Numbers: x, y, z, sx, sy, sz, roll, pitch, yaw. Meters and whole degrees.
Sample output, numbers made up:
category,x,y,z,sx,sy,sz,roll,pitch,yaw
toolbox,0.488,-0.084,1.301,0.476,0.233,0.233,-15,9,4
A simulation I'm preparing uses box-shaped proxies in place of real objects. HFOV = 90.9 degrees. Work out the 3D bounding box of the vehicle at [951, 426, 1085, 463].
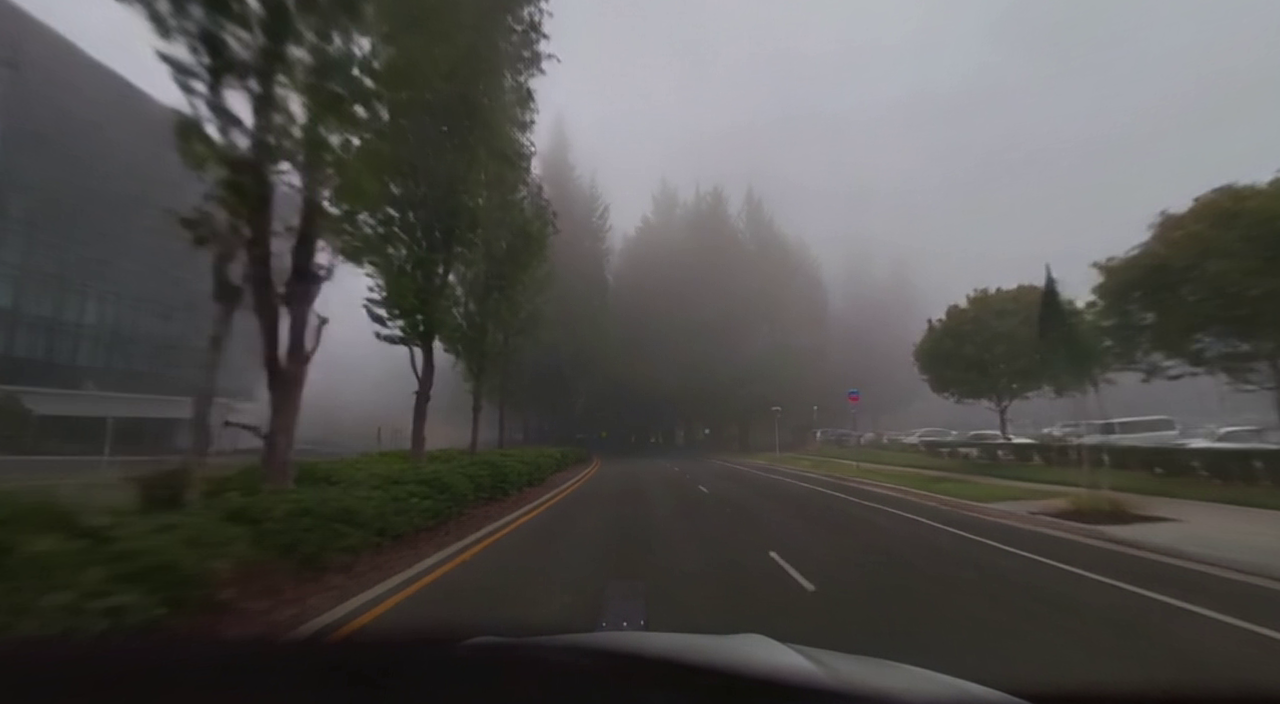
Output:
category,x,y,z,sx,sy,sz,roll,pitch,yaw
vehicle,15.472,3.780,25.995,4.120,1.357,2.170,-2,-6,3

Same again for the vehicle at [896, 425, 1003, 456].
category,x,y,z,sx,sy,sz,roll,pitch,yaw
vehicle,16.006,4.601,32.727,4.526,1.517,1.979,1,-8,-5

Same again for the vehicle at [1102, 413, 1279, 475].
category,x,y,z,sx,sy,sz,roll,pitch,yaw
vehicle,16.647,2.707,18.804,4.230,1.715,2.000,0,-7,-5
